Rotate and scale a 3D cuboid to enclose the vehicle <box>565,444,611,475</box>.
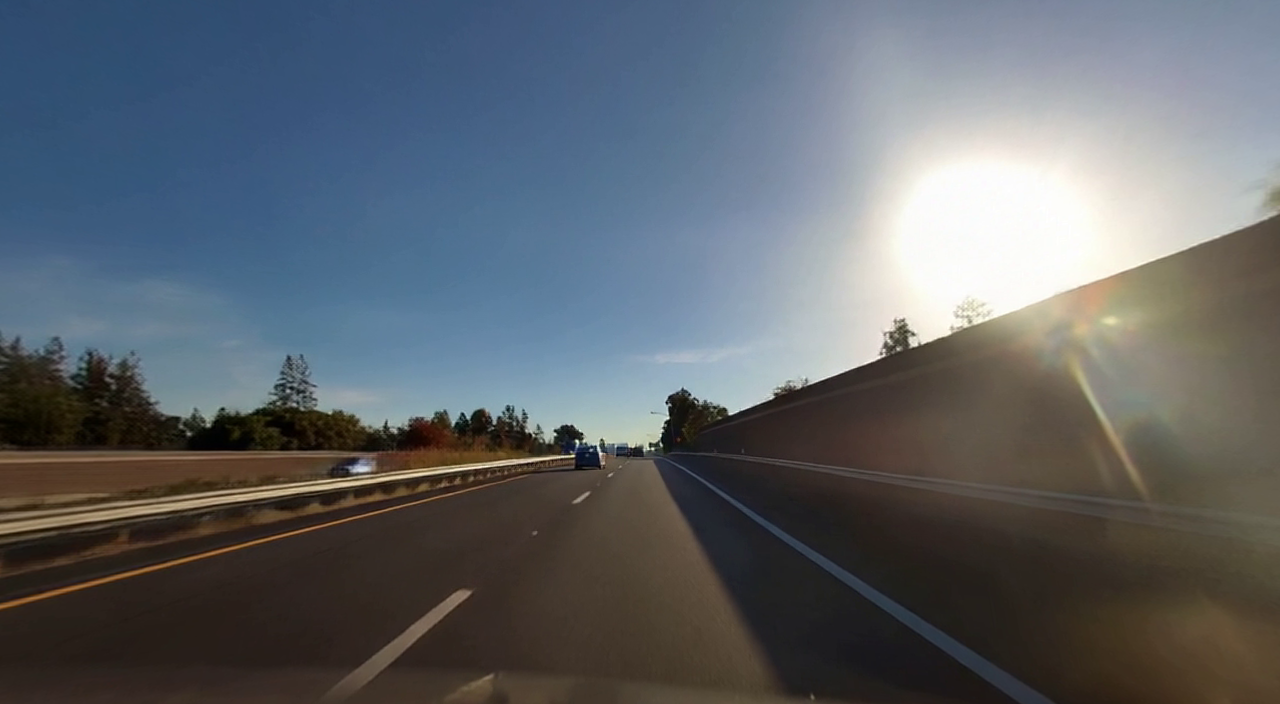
[{"bbox_3d":[-2.628,5.564,32.855,2.050,1.530,4.144,0,-8,0],"label":"vehicle"}]
